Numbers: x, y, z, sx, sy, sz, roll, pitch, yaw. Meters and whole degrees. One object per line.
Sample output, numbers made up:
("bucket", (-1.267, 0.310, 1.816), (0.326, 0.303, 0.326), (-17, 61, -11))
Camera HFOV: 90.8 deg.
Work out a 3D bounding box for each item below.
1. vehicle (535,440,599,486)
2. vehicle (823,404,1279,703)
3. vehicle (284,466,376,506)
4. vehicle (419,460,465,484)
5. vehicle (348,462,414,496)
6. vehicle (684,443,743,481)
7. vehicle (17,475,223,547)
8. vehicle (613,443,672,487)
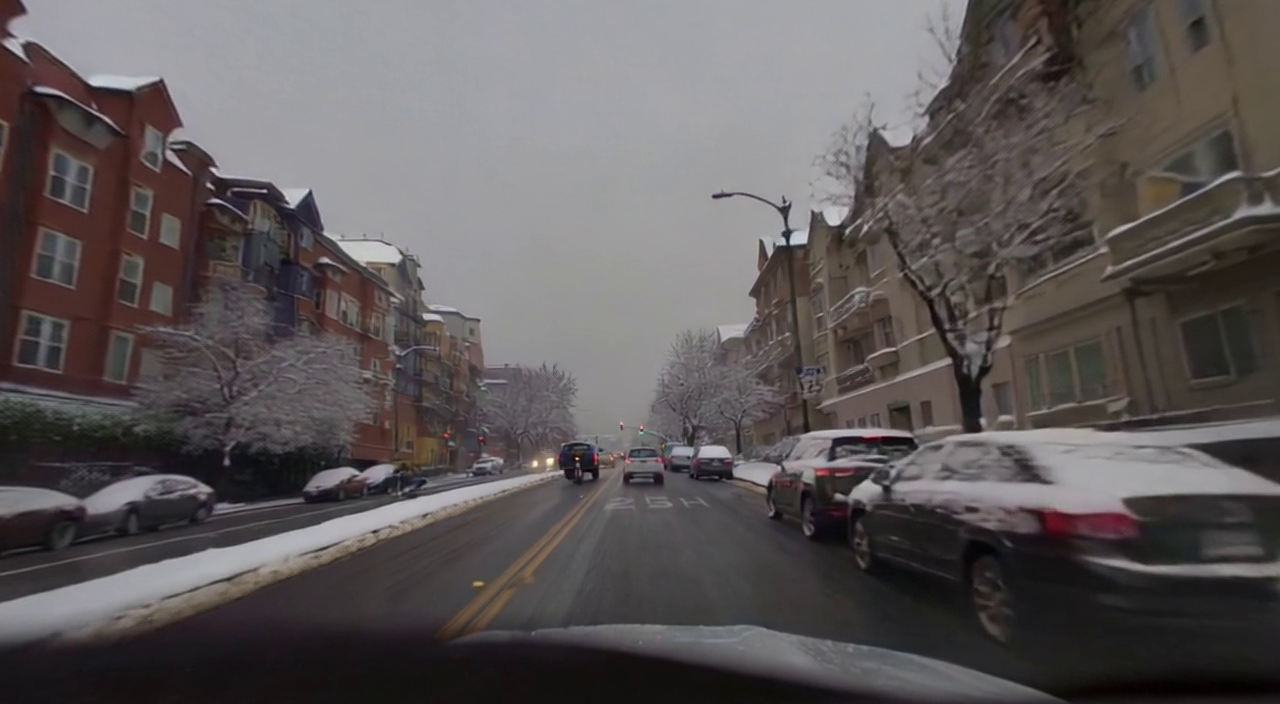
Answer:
("vehicle", (-2.915, 4.559, 26.238), (2.065, 1.705, 4.353), (0, -9, 1))
("vehicle", (3.108, 1.384, 5.423), (1.828, 1.565, 4.392), (0, -9, 1))
("vehicle", (-13.715, 5.926, 28.278), (1.907, 1.480, 4.498), (0, -9, -1))
("vehicle", (-13.735, 8.327, 44.021), (1.844, 1.499, 4.421), (0, -9, -1))
("vehicle", (-13.672, 6.694, 33.600), (1.839, 1.594, 4.055), (0, -9, -1))
("vehicle", (3.179, 4.883, 28.414), (2.077, 1.532, 4.694), (0, -9, 0))
("vehicle", (-13.689, 4.177, 17.054), (1.837, 1.470, 4.263), (0, -9, 1))
("vehicle", (0.102, 4.226, 23.844), (2.026, 1.496, 3.701), (0, -9, 0))
